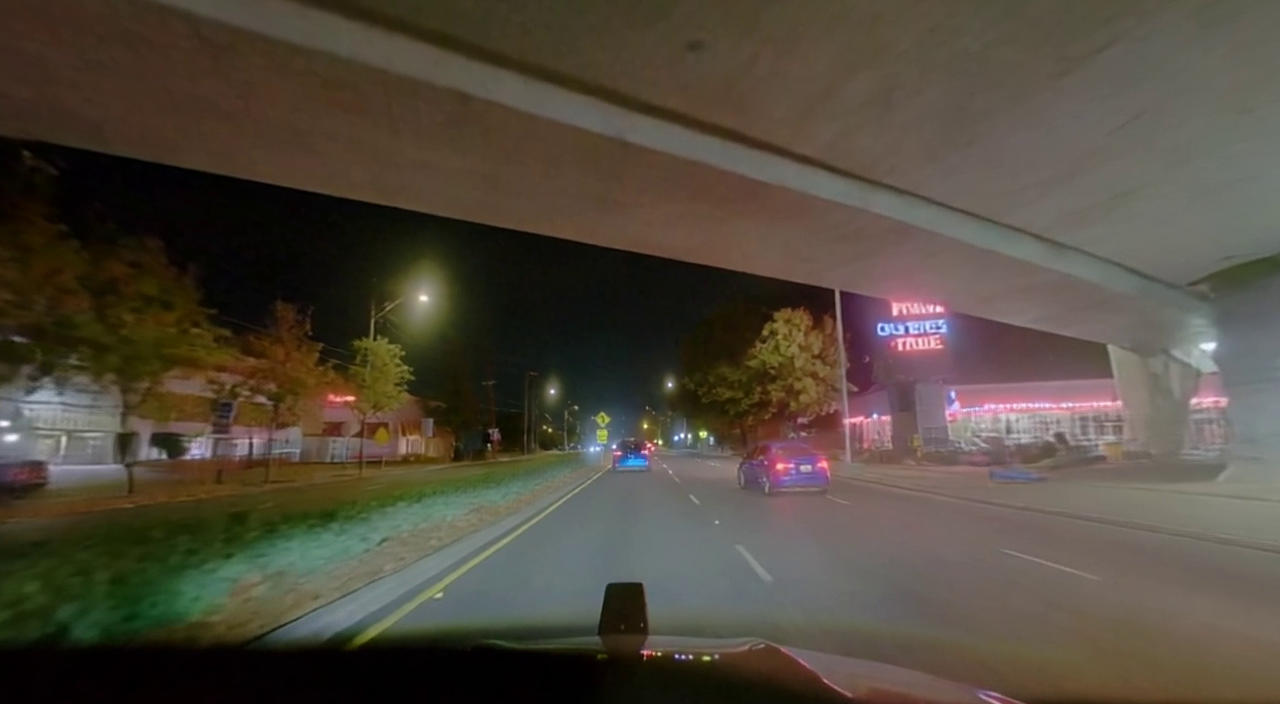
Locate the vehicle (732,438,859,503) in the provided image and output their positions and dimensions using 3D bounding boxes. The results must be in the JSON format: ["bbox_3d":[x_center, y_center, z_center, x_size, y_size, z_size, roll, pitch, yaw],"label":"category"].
[{"bbox_3d":[3.897,3.042,16.700,1.954,1.479,4.557,0,-8,-3],"label":"vehicle"}]

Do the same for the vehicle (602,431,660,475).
[{"bbox_3d":[-0.384,4.618,29.014,2.441,1.813,4.581,0,-8,0],"label":"vehicle"}]

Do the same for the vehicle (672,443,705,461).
[{"bbox_3d":[3.724,7.804,49.349,2.126,1.375,4.241,0,-8,-2],"label":"vehicle"}]
